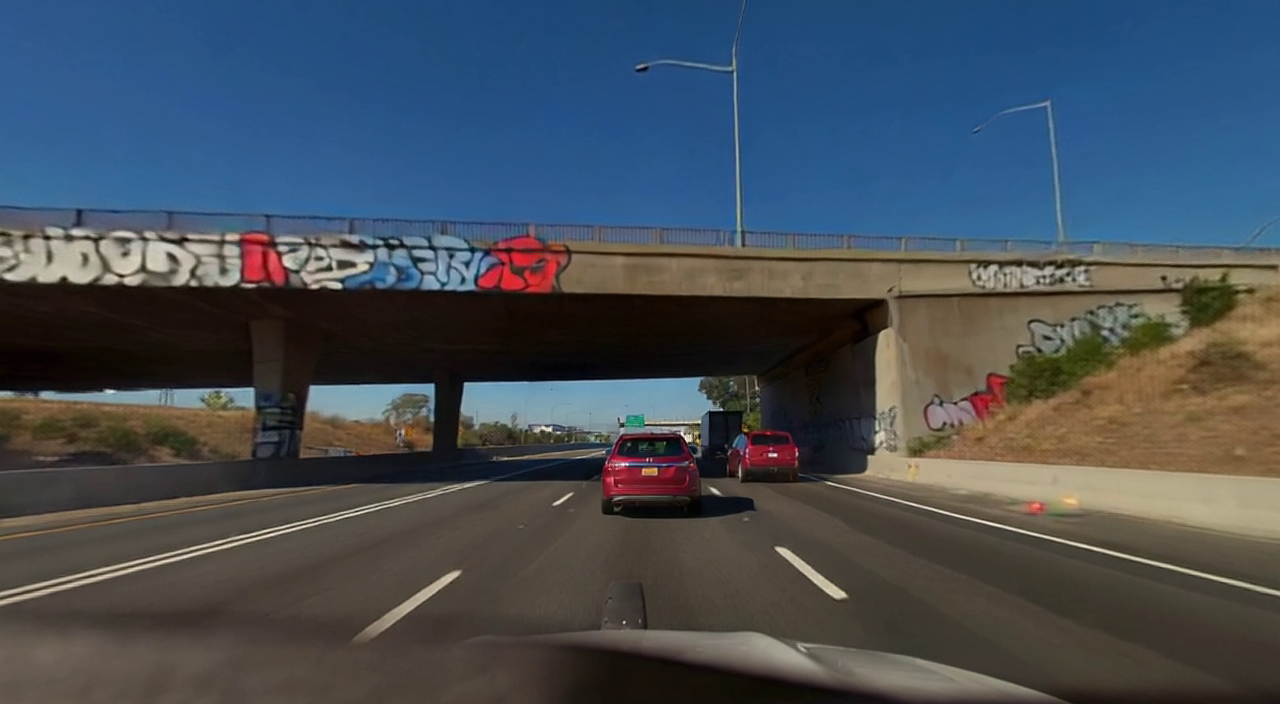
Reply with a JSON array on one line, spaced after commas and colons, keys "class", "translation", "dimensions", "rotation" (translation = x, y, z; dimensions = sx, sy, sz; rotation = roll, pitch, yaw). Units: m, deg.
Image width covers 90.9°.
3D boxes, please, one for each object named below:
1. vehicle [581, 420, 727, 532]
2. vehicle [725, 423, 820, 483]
[{"class": "vehicle", "translation": [0.233, 2.164, 11.549], "dimensions": [2.193, 1.651, 3.946], "rotation": [-1, -8, 1]}, {"class": "vehicle", "translation": [4.694, 3.716, 23.470], "dimensions": [2.311, 1.922, 5.977], "rotation": [0, -8, 1]}]
